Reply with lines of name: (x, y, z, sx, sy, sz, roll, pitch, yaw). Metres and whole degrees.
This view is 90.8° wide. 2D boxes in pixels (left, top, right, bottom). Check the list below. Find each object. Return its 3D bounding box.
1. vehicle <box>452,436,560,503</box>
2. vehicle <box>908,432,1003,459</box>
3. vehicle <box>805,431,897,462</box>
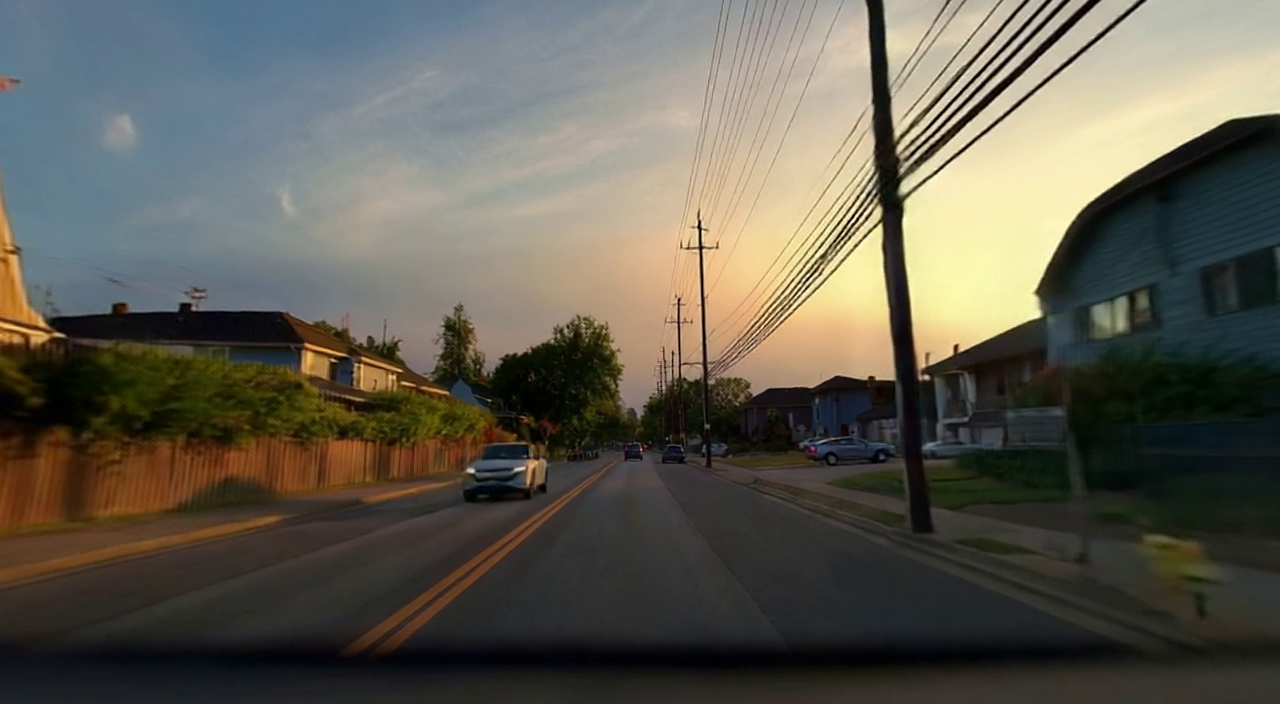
vehicle: (-3.663, 3.295, 18.170, 2.146, 1.657, 4.351, 0, -9, 0)
vehicle: (18.794, 5.625, 37.831, 4.558, 1.554, 1.990, 0, -9, 4)
vehicle: (12.517, 5.656, 37.748, 4.701, 1.745, 2.083, -1, -9, 2)
